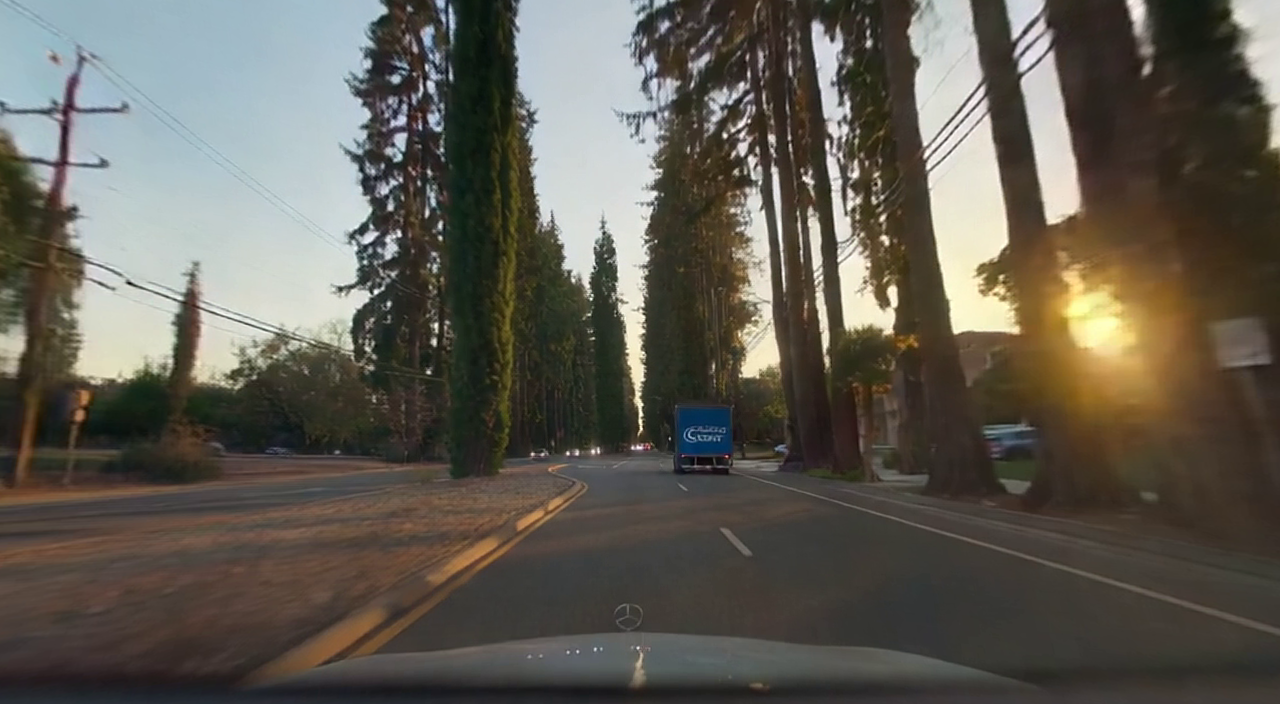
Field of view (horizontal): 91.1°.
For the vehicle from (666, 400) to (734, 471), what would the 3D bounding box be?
[{"bbox_3d":[3.413,5.186,38.638,2.973,3.848,9.336,0,-8,-2],"label":"vehicle"}]
